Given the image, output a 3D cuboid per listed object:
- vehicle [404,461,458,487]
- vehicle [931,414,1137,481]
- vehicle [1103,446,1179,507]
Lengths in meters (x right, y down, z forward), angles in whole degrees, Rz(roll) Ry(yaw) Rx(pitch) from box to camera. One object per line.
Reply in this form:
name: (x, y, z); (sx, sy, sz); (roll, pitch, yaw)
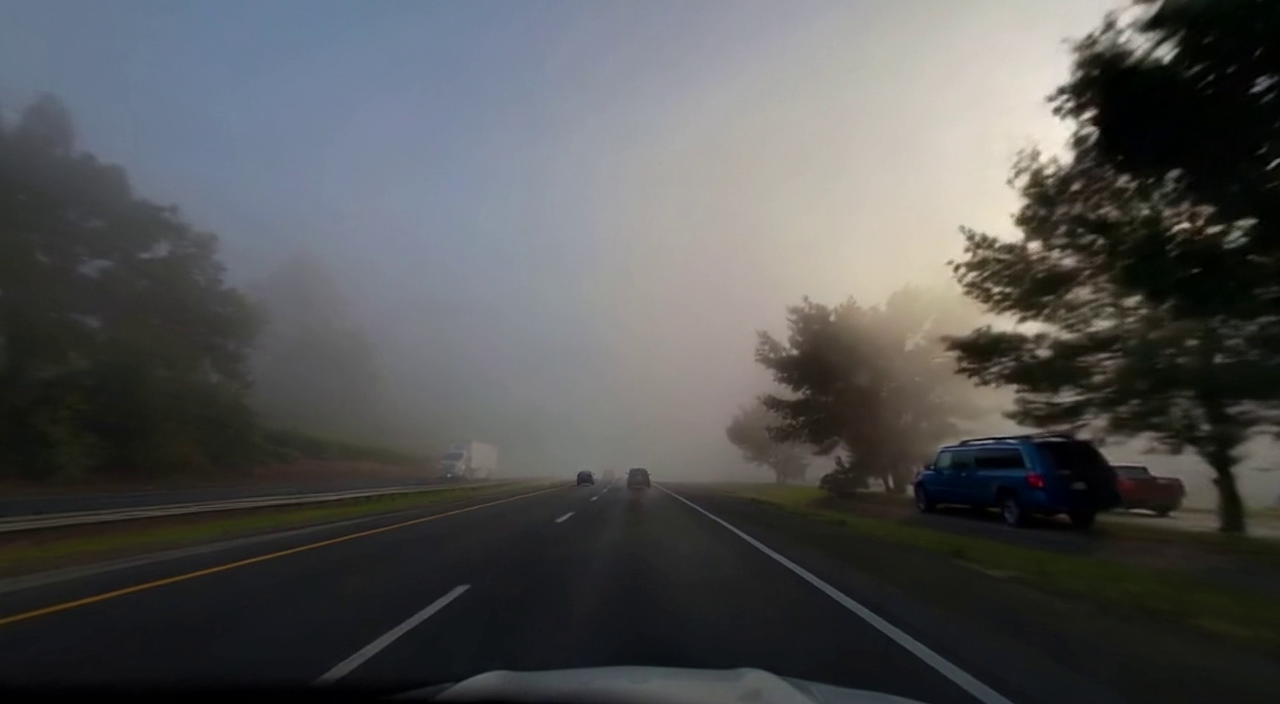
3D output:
vehicle: (-13.234, 7.770, 40.194); (2.021, 1.485, 4.198); (0, -11, 0)
vehicle: (22.229, 5.887, 37.432); (2.846, 3.184, 14.350); (1, -10, -1)
vehicle: (38.963, 9.580, 48.755); (3.136, 4.077, 11.687); (-9, -14, 42)
